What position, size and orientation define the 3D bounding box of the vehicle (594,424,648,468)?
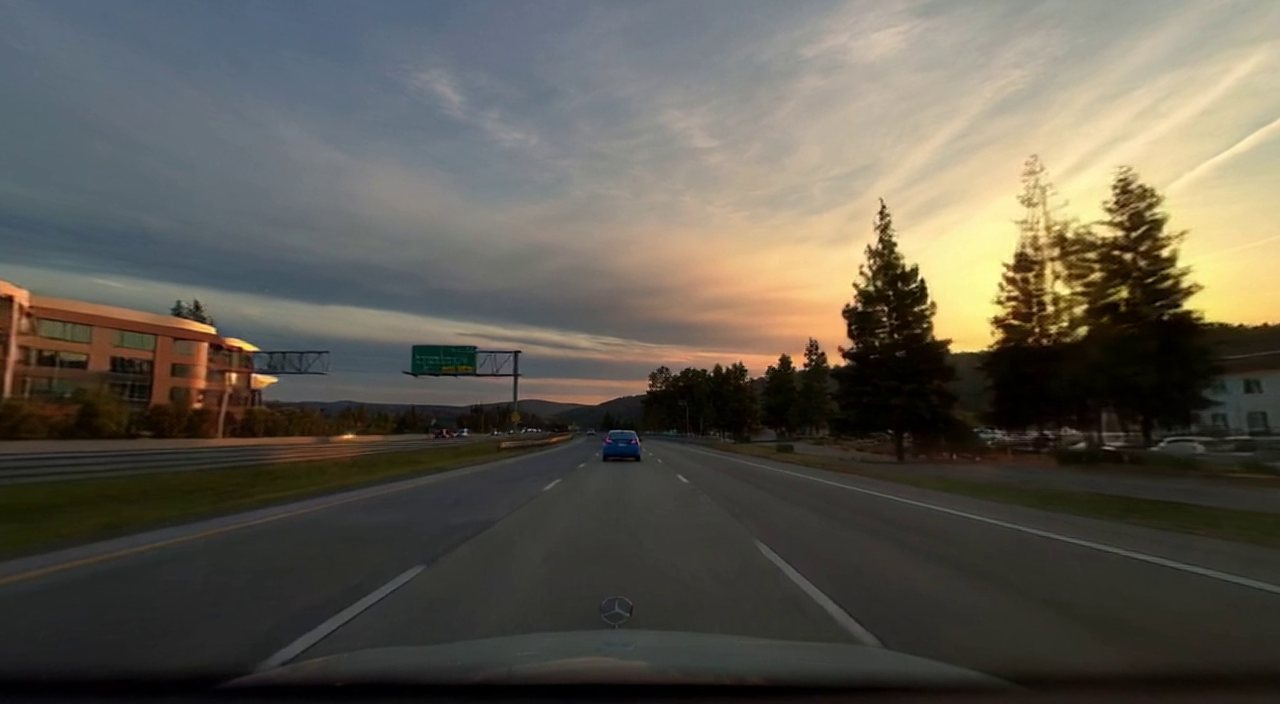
[{"bbox_3d":[-0.771,3.795,25.703,2.020,1.633,3.942,0,-8,-2],"label":"vehicle"}]
